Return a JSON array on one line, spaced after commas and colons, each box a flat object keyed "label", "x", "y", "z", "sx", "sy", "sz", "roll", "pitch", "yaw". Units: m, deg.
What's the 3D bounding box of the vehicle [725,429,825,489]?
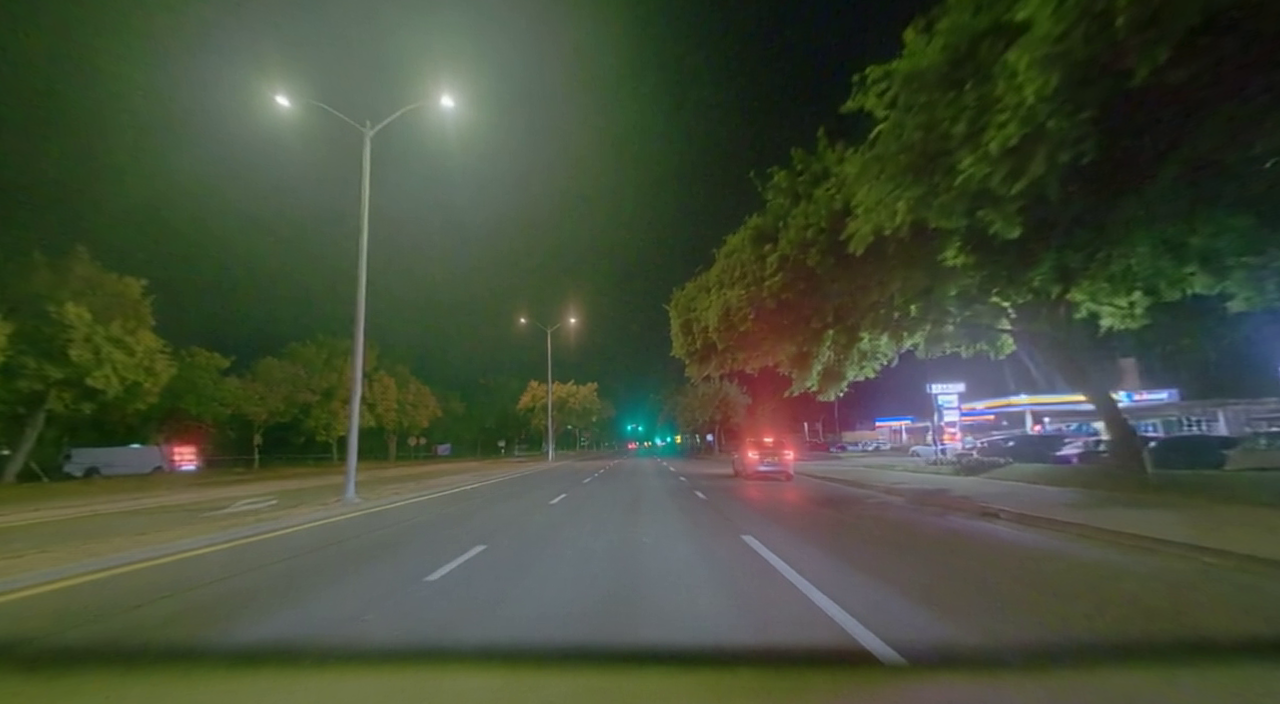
[{"label": "vehicle", "x": 4.586, "y": 3.720, "z": 22.405, "sx": 2.245, "sy": 1.864, "sz": 5.076, "roll": 0, "pitch": -8, "yaw": -2}]

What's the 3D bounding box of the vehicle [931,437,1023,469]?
[{"label": "vehicle", "x": 15.998, "y": 4.782, "z": 30.090, "sx": 3.383, "sy": 1.393, "sz": 1.730, "roll": 1, "pitch": -8, "yaw": 3}]

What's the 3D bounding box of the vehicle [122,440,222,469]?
[{"label": "vehicle", "x": -33.044, "y": 7.287, "z": 44.718, "sx": 5.259, "sy": 1.760, "sz": 2.094, "roll": -2, "pitch": -10, "yaw": -3}]

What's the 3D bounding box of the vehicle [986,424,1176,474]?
[{"label": "vehicle", "x": 16.702, "y": 3.723, "z": 24.184, "sx": 5.536, "sy": 1.705, "sz": 2.122, "roll": -1, "pitch": -9, "yaw": 1}]

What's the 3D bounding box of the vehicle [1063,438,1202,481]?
[{"label": "vehicle", "x": 16.666, "y": 3.641, "z": 21.477, "sx": 3.269, "sy": 1.315, "sz": 1.731, "roll": 0, "pitch": -9, "yaw": -3}]

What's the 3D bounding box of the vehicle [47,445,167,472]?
[{"label": "vehicle", "x": -33.023, "y": 6.589, "z": 39.256, "sx": 5.406, "sy": 1.627, "sz": 2.177, "roll": 0, "pitch": -8, "yaw": -1}]
